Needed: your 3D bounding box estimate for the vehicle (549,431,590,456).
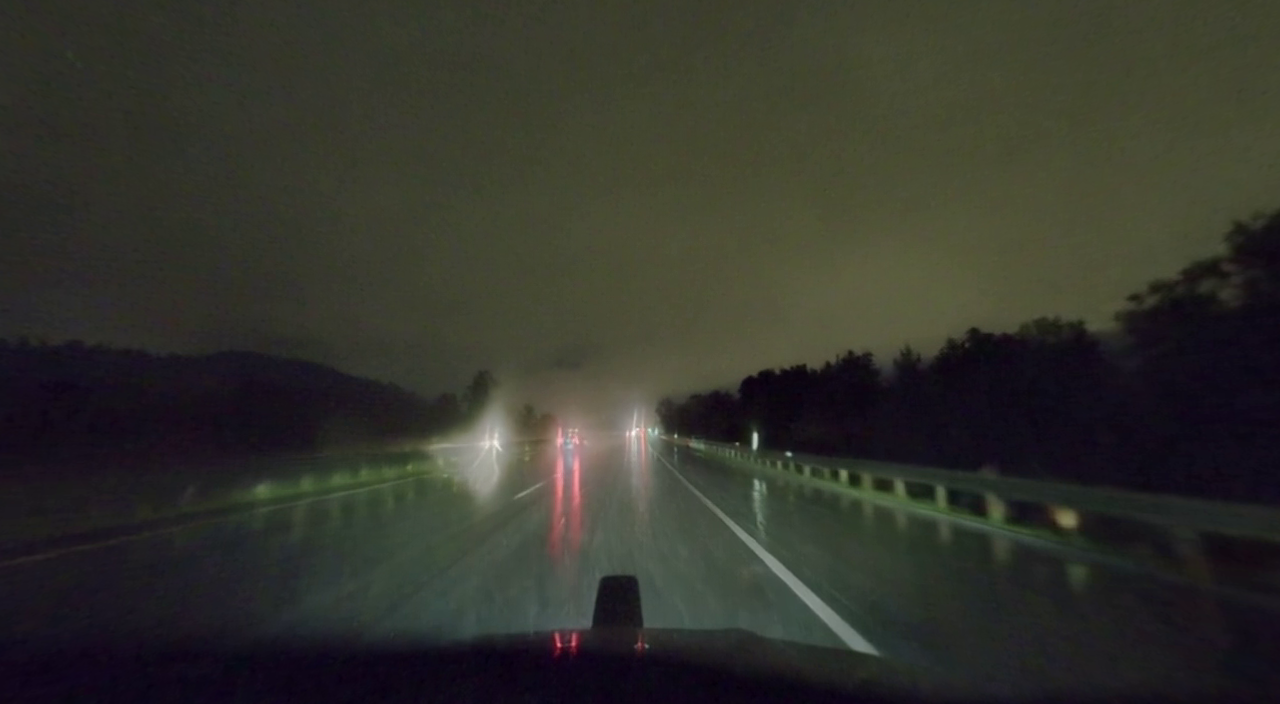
[{"bbox_3d":[-4.542,5.974,41.364,2.149,1.532,4.905,0,-8,0],"label":"vehicle"}]
